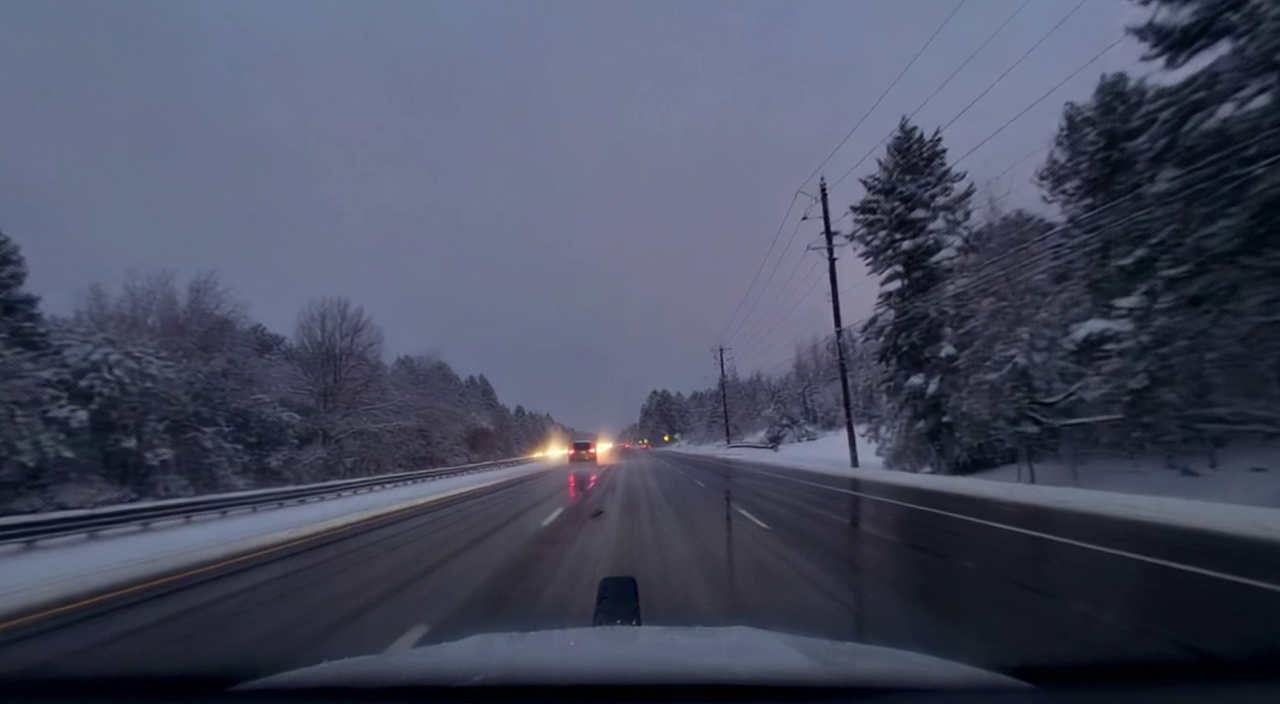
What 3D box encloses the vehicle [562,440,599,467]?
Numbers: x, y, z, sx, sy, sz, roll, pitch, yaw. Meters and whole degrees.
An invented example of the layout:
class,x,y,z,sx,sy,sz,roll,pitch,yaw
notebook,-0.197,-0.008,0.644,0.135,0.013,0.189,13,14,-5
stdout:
class,x,y,z,sx,sy,sz,roll,pitch,yaw
vehicle,-4.172,7.182,44.964,2.130,1.823,4.761,0,-8,1
